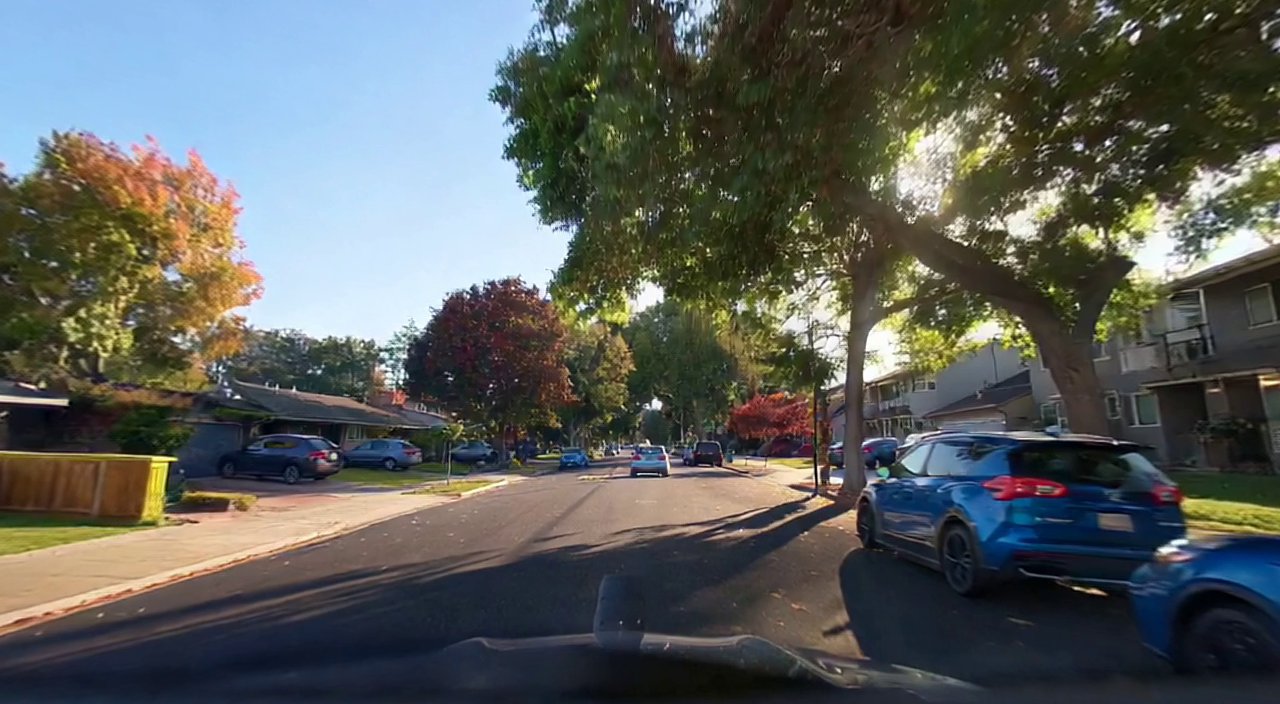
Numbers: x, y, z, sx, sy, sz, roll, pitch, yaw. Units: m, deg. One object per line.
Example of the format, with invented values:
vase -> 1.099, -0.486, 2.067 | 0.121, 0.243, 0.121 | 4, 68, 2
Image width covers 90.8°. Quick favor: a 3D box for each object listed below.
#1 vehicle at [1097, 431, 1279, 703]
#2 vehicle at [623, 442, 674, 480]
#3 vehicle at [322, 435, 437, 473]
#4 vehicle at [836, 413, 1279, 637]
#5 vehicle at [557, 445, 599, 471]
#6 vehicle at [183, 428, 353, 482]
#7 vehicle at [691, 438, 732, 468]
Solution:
vehicle -> 3.827, 0.927, 1.655 | 1.903, 1.476, 4.461 | 0, -8, 0
vehicle -> 0.410, 4.538, 26.502 | 2.000, 1.449, 4.006 | 0, -8, 2
vehicle -> -12.252, 4.794, 29.876 | 4.551, 1.700, 1.920 | -1, -8, 4
vehicle -> 4.002, 1.646, 7.148 | 2.048, 1.671, 4.649 | 0, -8, 0
vehicle -> -4.097, 7.047, 42.356 | 1.984, 1.498, 4.508 | -3, -8, 4
vehicle -> -12.491, 3.469, 21.452 | 4.510, 1.728, 1.997 | -1, -8, 3
vehicle -> 4.877, 6.980, 43.916 | 2.221, 1.960, 4.927 | 0, -8, 0
